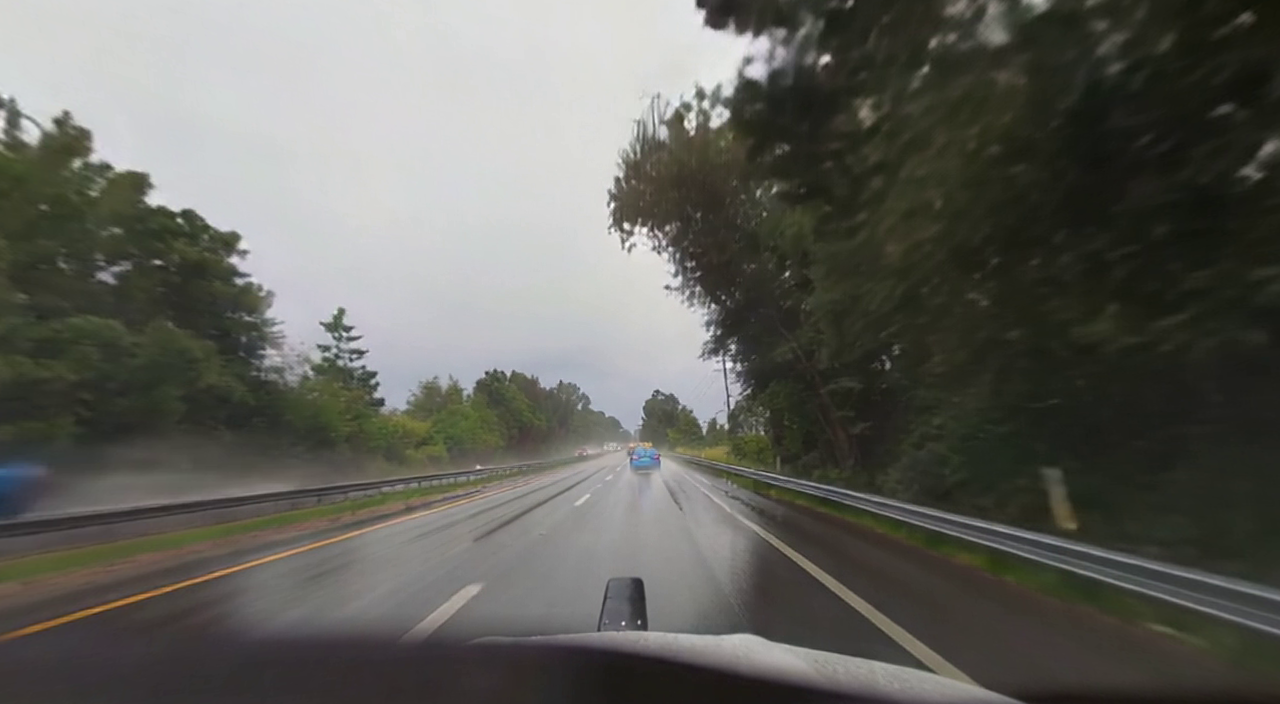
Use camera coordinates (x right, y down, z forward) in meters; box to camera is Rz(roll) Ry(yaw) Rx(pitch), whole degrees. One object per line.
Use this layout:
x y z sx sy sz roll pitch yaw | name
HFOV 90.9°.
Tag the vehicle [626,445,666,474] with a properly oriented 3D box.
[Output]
0.292 5.834 34.452 2.080 1.486 3.813 0 -9 0 | vehicle
